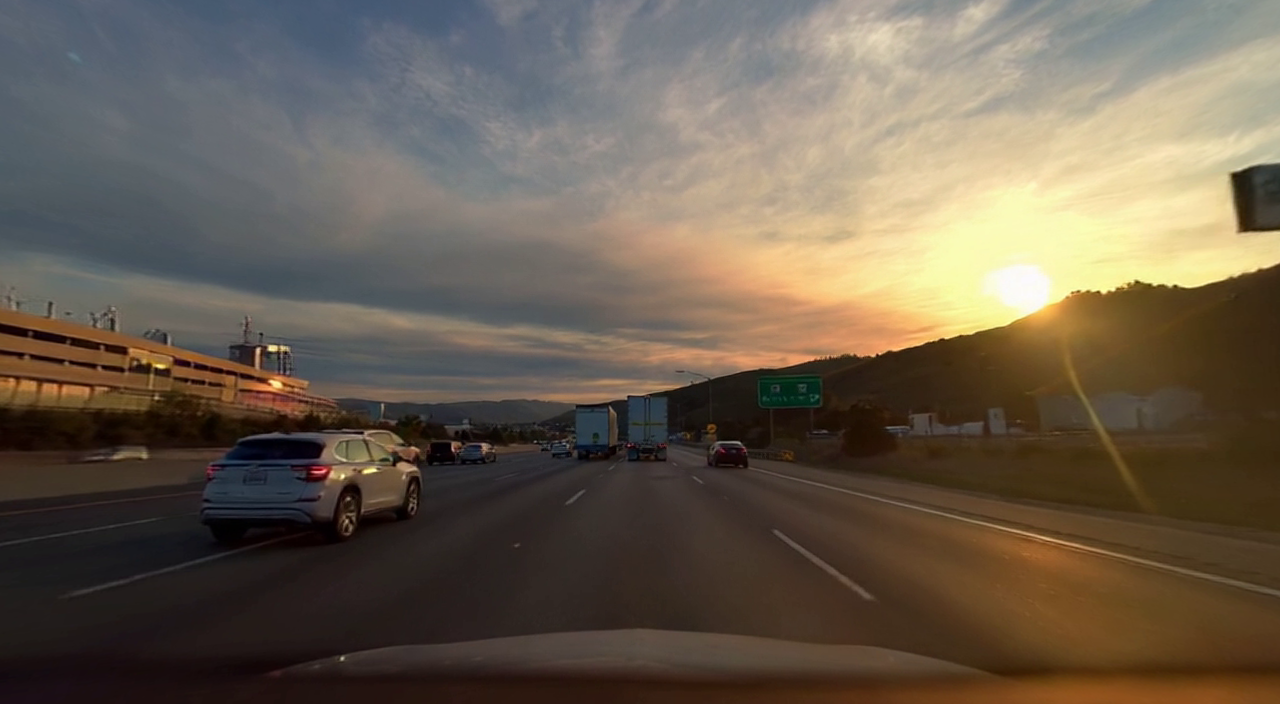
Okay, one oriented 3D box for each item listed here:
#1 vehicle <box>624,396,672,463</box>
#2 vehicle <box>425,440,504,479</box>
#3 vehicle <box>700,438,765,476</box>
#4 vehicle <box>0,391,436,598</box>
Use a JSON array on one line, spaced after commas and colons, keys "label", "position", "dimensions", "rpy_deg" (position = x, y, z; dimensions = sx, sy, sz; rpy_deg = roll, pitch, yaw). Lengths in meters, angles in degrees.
[{"label": "vehicle", "position": [0.507, 5.580, 44.383], "dimensions": [2.969, 4.104, 10.906], "rpy_deg": [0, -9, 0]}, {"label": "vehicle", "position": [-7.172, 4.403, 26.242], "dimensions": [1.891, 1.460, 4.506], "rpy_deg": [0, -8, 1]}, {"label": "vehicle", "position": [3.749, 4.356, 26.366], "dimensions": [2.006, 1.452, 4.246], "rpy_deg": [0, -9, -1]}, {"label": "vehicle", "position": [-4.345, 1.537, 7.662], "dimensions": [2.122, 1.754, 4.379], "rpy_deg": [0, -9, 2]}]
